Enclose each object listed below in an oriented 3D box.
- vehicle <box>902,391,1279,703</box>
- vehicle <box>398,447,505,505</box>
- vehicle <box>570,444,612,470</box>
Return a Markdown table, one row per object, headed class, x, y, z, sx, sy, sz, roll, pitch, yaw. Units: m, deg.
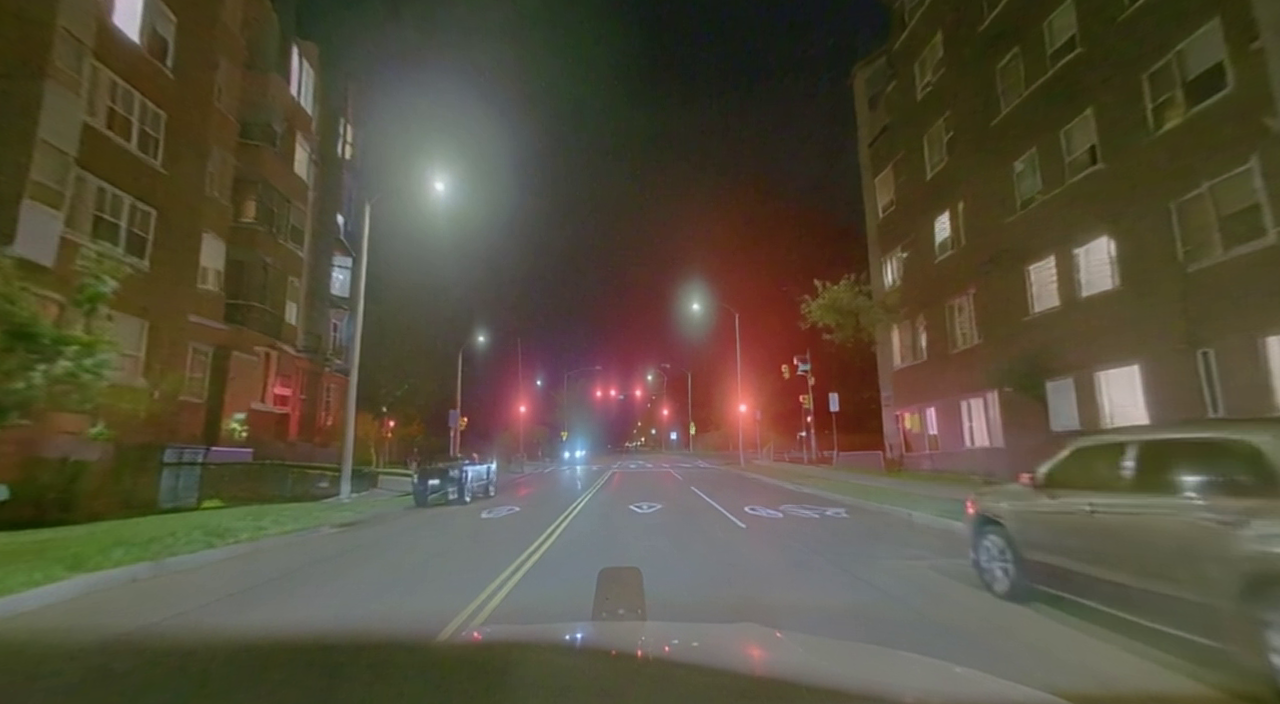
| class | x | y | z | sx | sy | sz | roll | pitch | yaw |
| --- | --- | --- | --- | --- | --- | --- | --- | --- | --- |
| vehicle | 4.015 | 1.231 | 4.403 | 2.082 | 1.662 | 4.753 | 0 | -8 | -4 |
| vehicle | -5.783 | 3.811 | 19.972 | 1.947 | 1.473 | 4.397 | -4 | -8 | 1 |
| vehicle | -2.753 | 6.044 | 36.641 | 2.029 | 1.438 | 4.313 | 0 | -8 | 1 |
